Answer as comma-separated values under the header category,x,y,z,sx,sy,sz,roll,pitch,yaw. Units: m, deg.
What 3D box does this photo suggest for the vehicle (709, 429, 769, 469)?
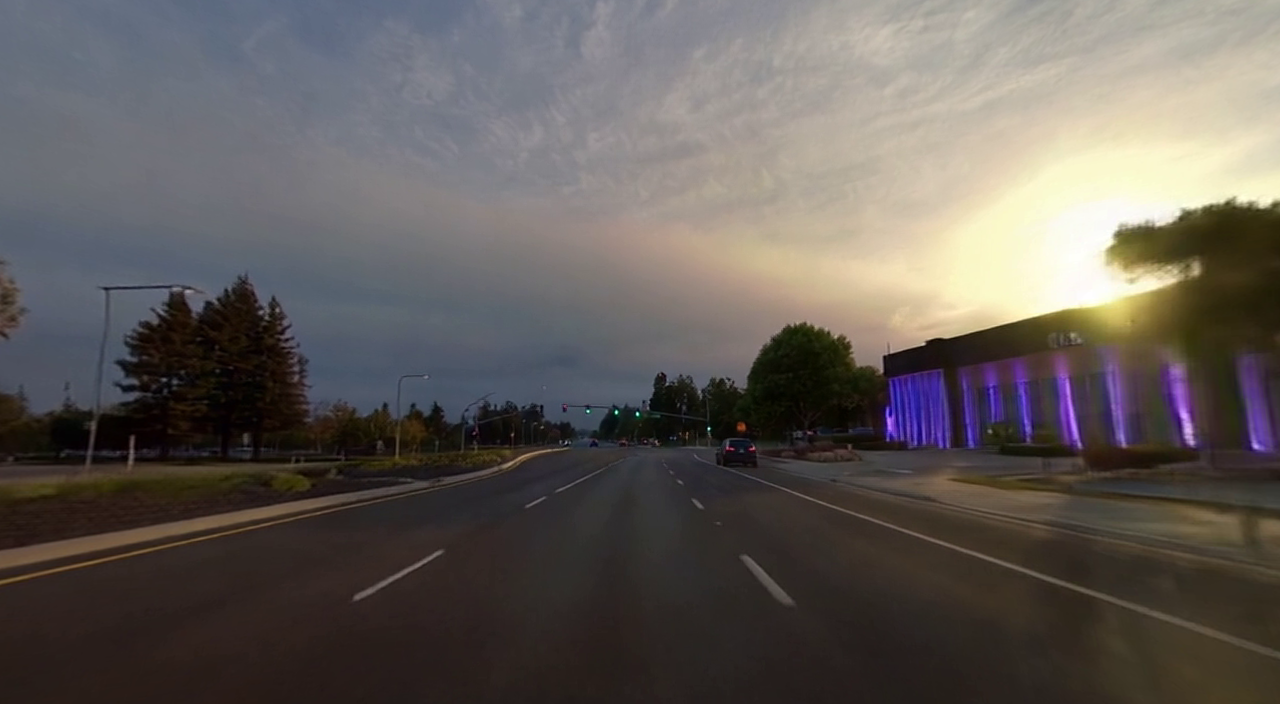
category,x,y,z,sx,sy,sz,roll,pitch,yaw
vehicle,5.301,5.307,34.779,2.476,2.016,5.586,0,-8,1
